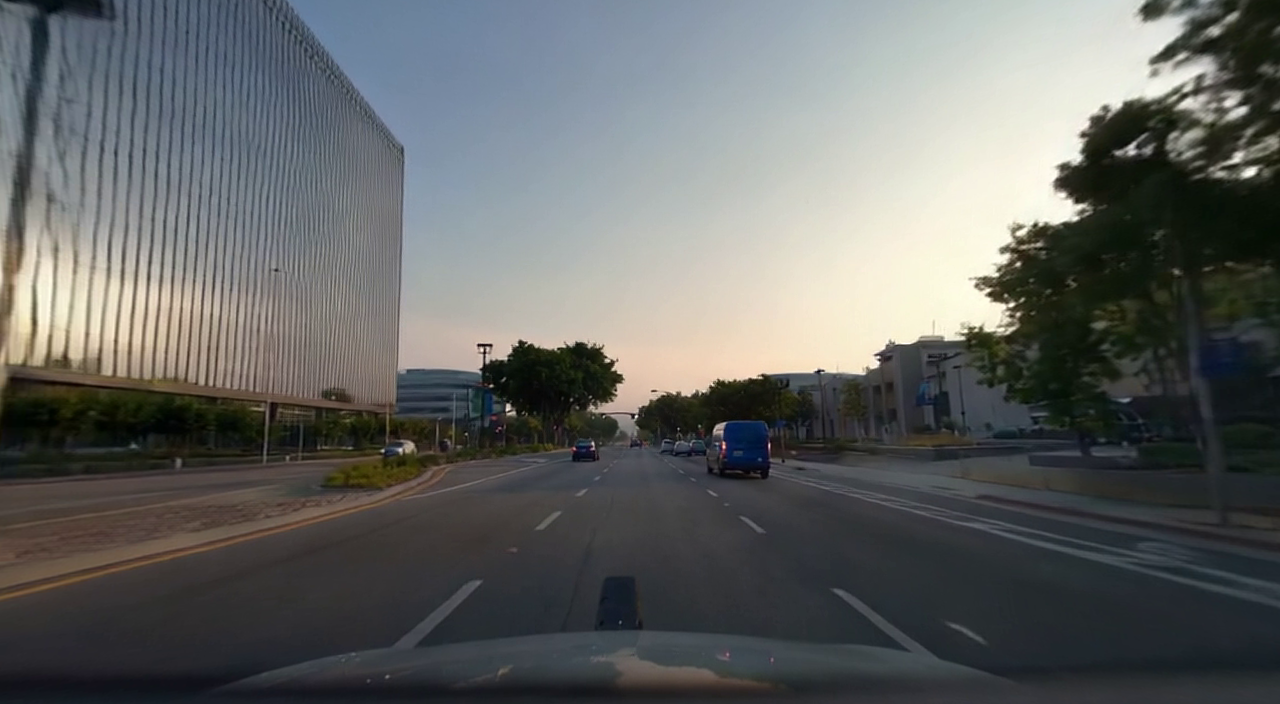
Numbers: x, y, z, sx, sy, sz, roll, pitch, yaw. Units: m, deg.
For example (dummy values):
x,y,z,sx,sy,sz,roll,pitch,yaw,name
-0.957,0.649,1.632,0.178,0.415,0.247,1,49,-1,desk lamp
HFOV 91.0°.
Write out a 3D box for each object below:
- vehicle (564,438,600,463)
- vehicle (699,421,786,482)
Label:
x,y,z,sx,sy,sz,roll,pitch,yaw,name
-3.610,6.214,39.791,1.864,1.464,4.195,0,-8,1,vehicle
3.490,3.537,22.538,2.200,1.914,5.145,0,-8,0,vehicle
